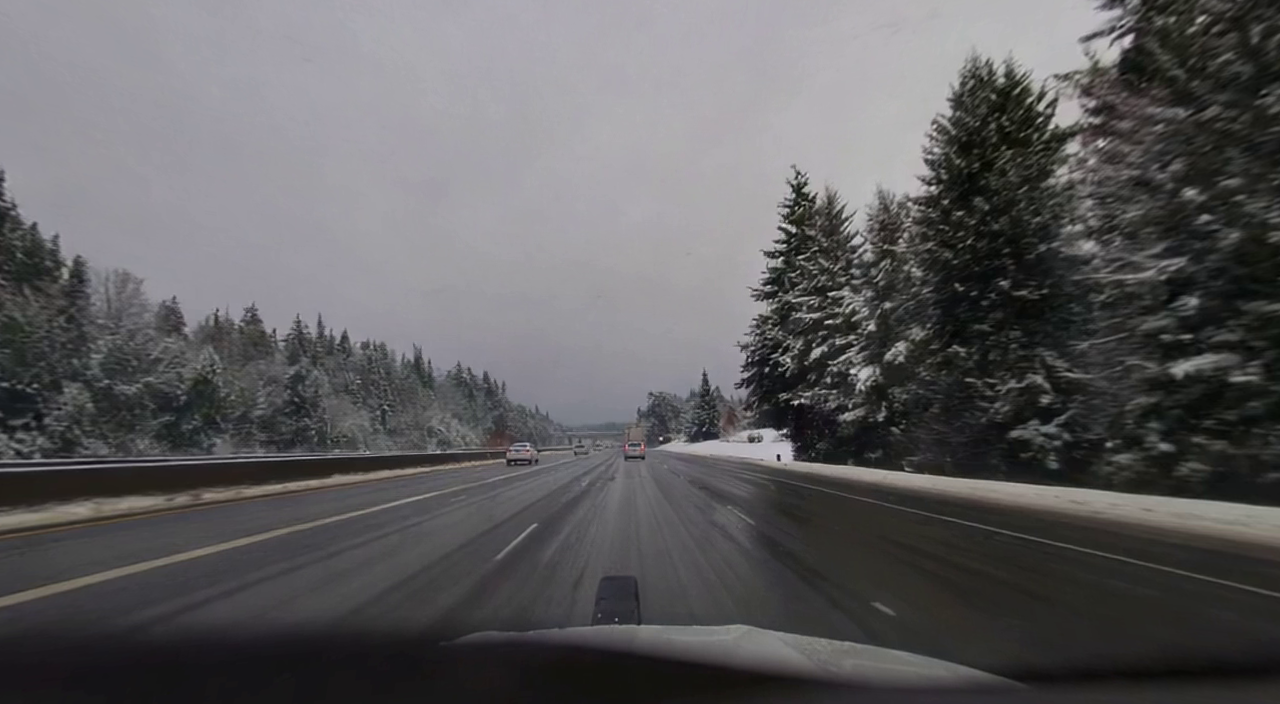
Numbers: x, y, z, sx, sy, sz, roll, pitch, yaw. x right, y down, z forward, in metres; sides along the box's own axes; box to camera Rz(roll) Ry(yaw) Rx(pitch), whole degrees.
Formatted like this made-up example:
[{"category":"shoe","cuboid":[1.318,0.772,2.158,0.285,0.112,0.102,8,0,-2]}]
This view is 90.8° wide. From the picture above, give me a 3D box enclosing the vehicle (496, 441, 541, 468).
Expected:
[{"category":"vehicle","cuboid":[-7.674,6.513,40.225,1.991,1.572,4.314,0,-9,0]}]
